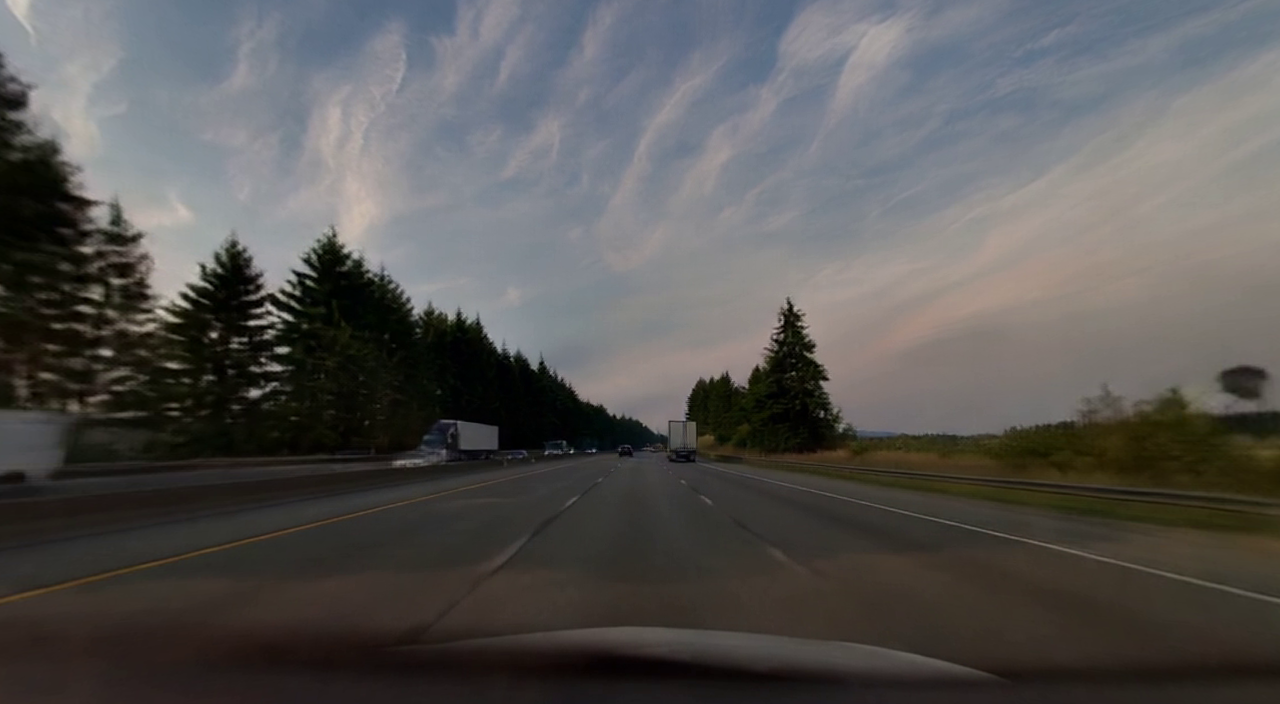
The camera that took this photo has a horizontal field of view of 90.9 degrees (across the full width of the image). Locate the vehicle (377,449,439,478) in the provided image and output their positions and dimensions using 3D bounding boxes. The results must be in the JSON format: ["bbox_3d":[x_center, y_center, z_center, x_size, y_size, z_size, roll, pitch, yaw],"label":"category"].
[{"bbox_3d":[-12.263,5.921,33.606,1.878,1.418,3.768,0,-9,0],"label":"vehicle"}]
